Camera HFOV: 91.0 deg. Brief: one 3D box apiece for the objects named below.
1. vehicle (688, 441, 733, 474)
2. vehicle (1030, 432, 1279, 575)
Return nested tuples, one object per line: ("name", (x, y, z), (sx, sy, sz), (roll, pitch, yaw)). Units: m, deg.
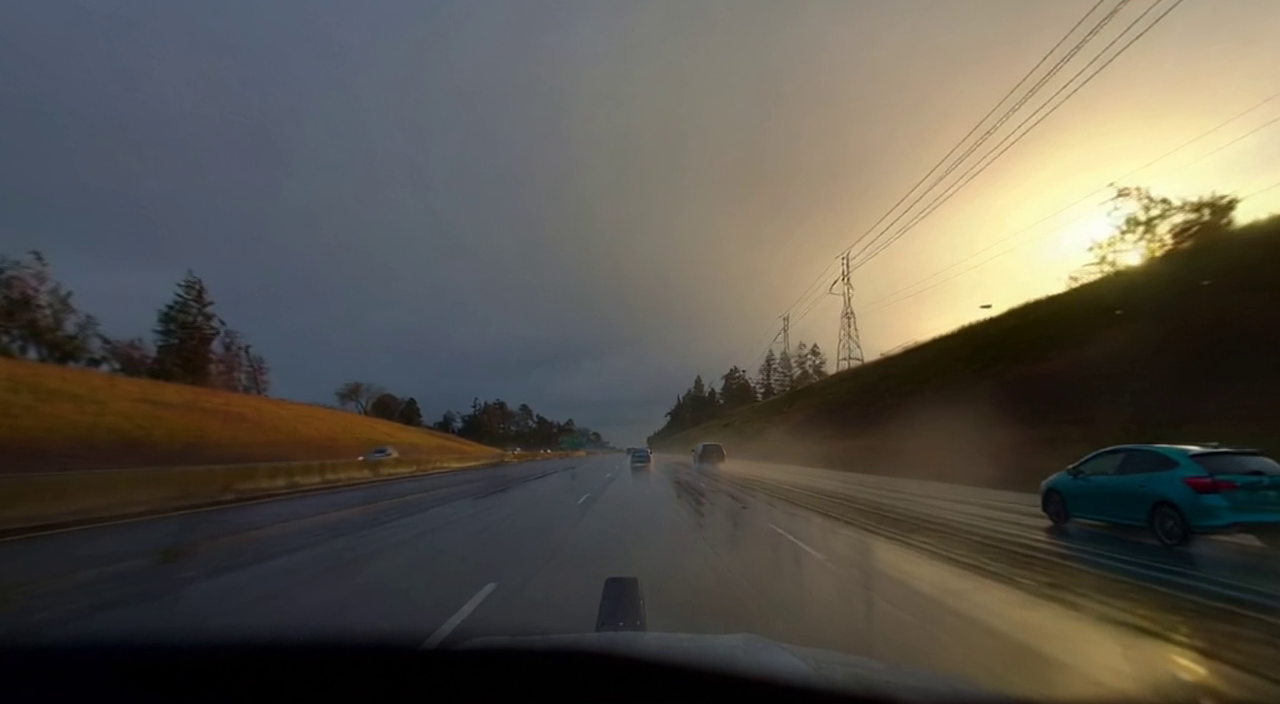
("vehicle", (4.054, 6.143, 37.034), (2.159, 1.782, 4.673), (0, -9, 1))
("vehicle", (7.999, 1.958, 8.855), (1.970, 1.545, 4.818), (0, -8, 0))
